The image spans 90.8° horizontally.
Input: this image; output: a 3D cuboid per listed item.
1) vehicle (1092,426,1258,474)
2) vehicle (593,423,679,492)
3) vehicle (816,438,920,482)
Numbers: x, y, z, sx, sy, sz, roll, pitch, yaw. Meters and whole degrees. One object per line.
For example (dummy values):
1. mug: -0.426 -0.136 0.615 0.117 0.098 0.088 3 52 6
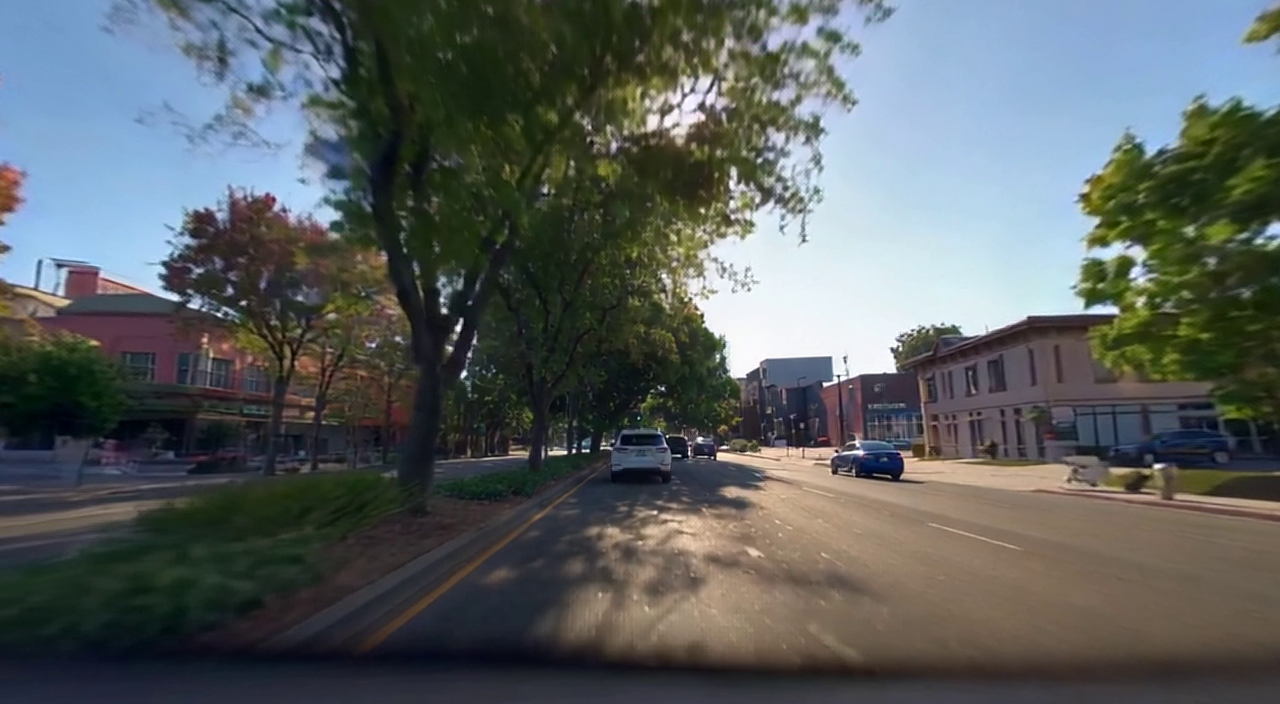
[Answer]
1. vehicle: 19.451 3.552 23.102 4.333 1.521 1.824 -2 -7 0
2. vehicle: -0.132 3.111 18.911 2.277 1.816 4.192 0 -9 -1
3. vehicle: 8.295 3.967 23.508 2.002 1.456 4.631 0 -9 -2
